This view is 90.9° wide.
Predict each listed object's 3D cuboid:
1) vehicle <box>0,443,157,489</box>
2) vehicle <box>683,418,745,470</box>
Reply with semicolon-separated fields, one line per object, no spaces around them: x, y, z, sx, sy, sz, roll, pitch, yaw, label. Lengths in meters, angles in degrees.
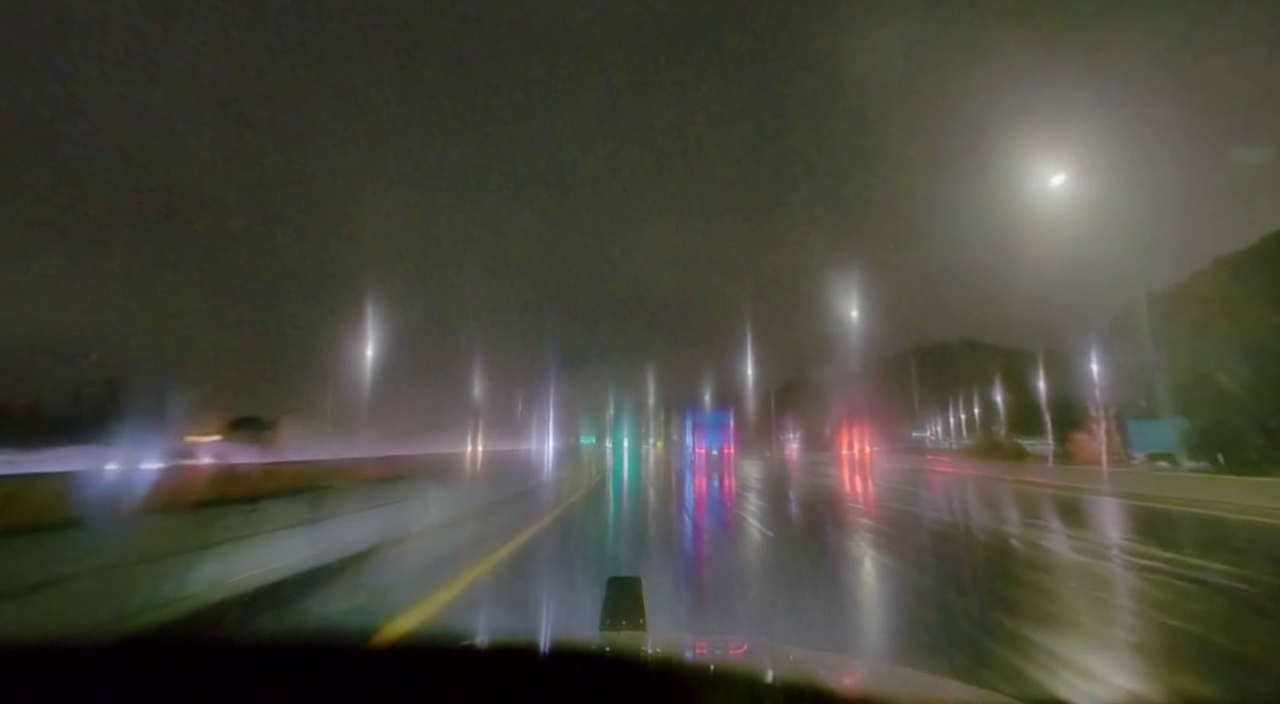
-21.007;4.203;23.722;1.874;1.530;4.805;0;-9;0;vehicle
3.798;4.897;33.641;2.430;2.495;6.062;0;-8;-2;vehicle
